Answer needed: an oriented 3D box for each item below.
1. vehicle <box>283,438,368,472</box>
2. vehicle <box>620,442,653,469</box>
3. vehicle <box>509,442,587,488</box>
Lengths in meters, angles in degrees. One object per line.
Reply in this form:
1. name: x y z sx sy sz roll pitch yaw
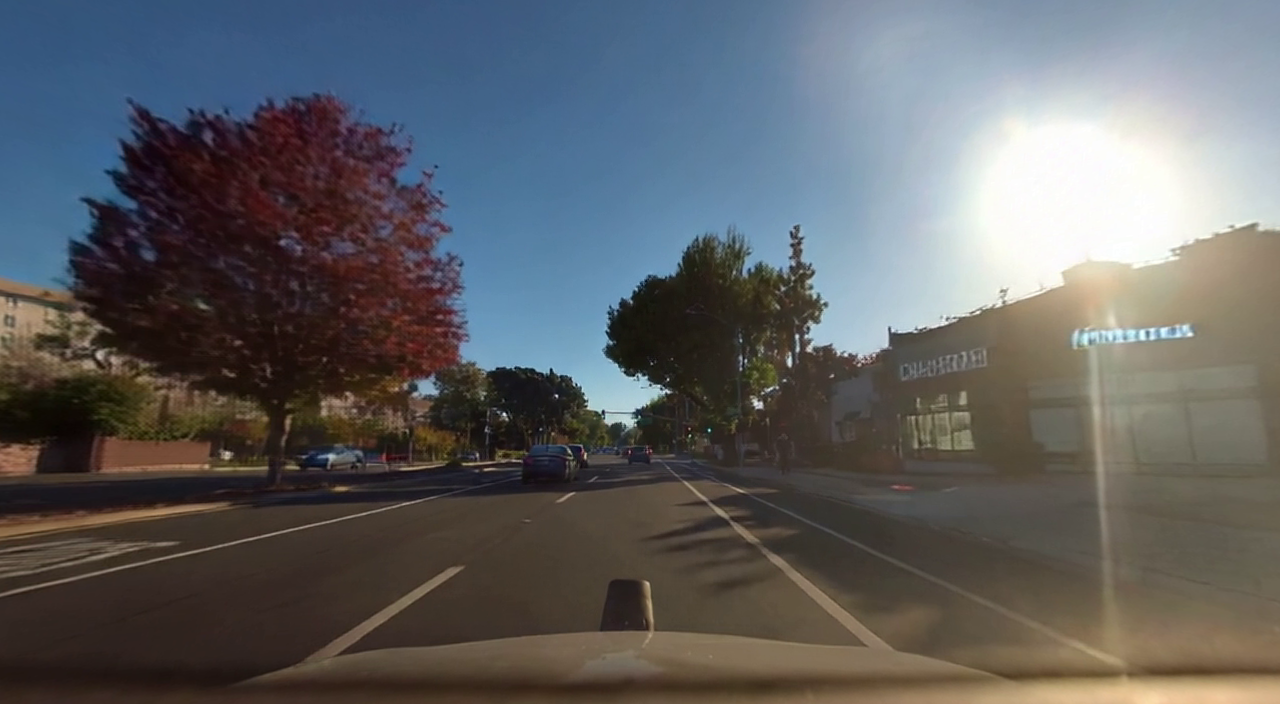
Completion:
1. vehicle: -20.099 6.598 40.670 2.226 1.987 5.777 -1 -9 4
2. vehicle: -0.245 7.089 43.254 2.153 1.764 4.047 0 -8 0
3. vehicle: -3.147 3.995 22.596 2.015 1.470 4.458 0 -8 1
